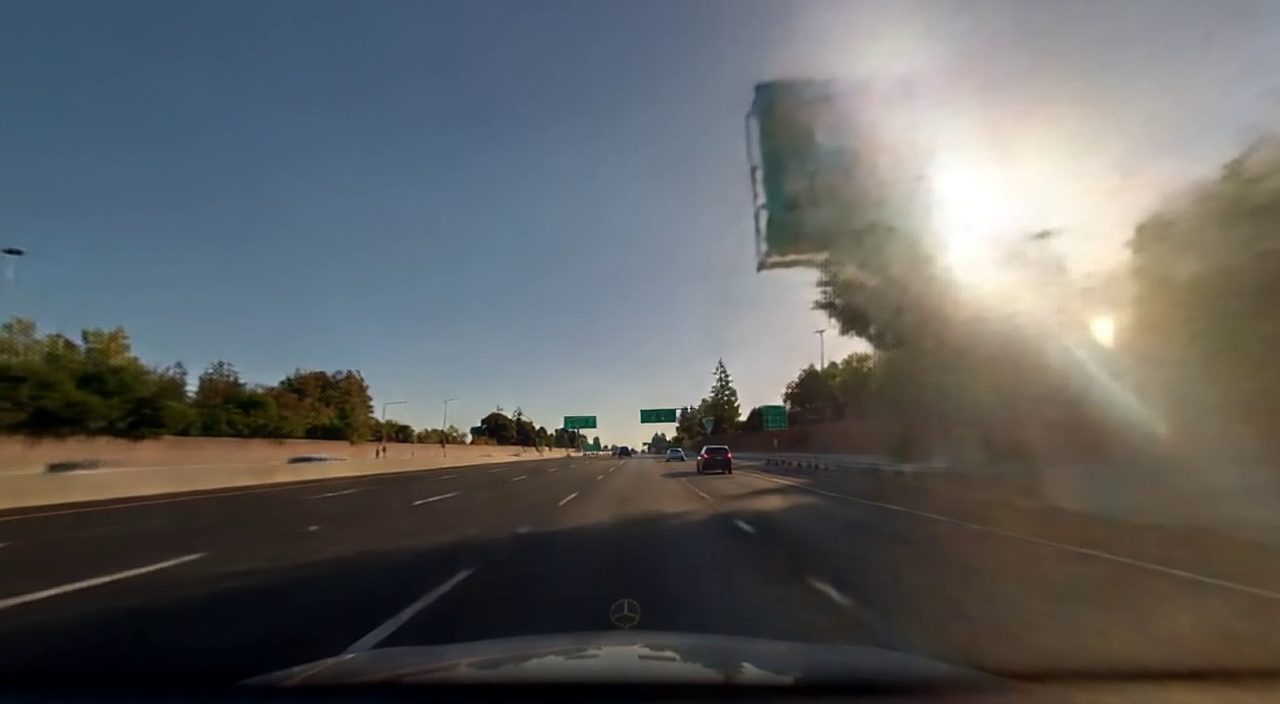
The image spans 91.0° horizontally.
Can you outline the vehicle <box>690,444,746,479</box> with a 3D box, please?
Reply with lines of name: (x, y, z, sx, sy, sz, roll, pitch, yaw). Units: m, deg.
vehicle: (3.564, 5.071, 29.533, 2.033, 1.501, 4.398, 0, -9, -1)
